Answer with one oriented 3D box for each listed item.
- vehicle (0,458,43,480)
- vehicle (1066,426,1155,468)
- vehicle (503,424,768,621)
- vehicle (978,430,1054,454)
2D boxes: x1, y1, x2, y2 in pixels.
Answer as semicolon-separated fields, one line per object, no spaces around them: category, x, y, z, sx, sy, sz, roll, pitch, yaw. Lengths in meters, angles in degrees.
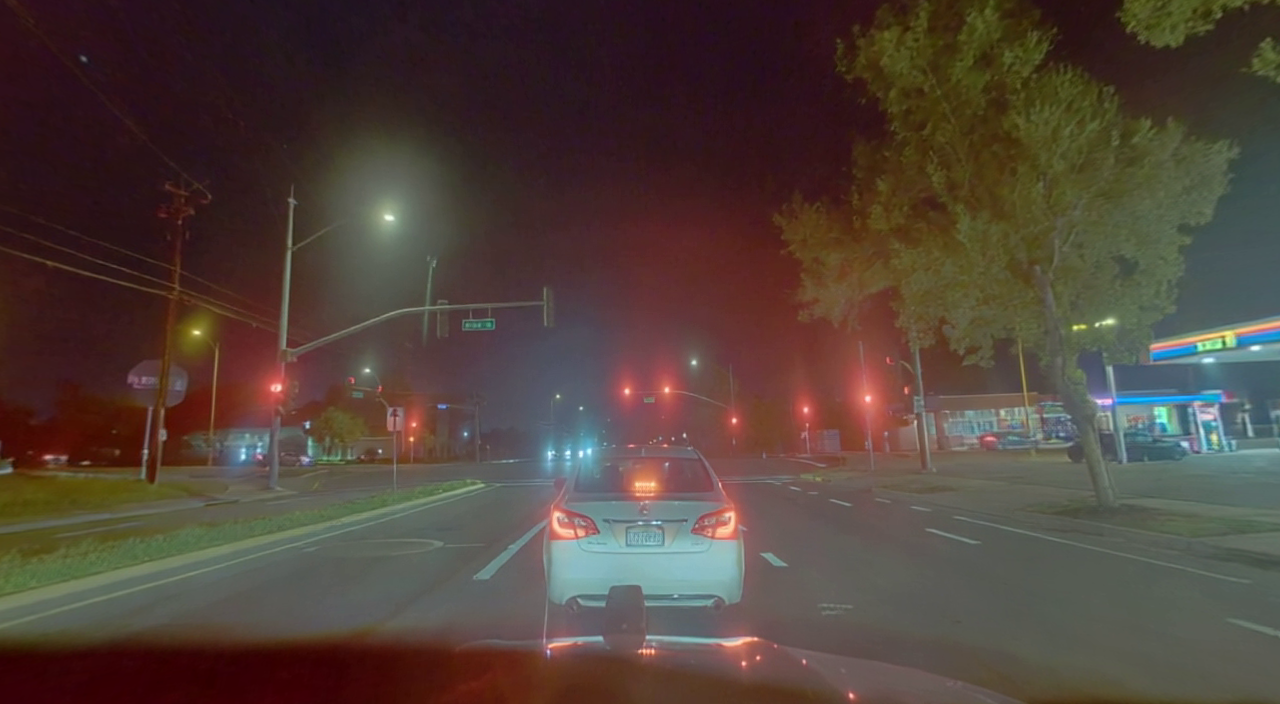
vehicle;-44.863;8.174;44.168;4.380;1.409;1.841;-1;-8;5
vehicle;18.613;3.746;24.879;4.091;1.495;2.053;8;-12;-44
vehicle;-0.033;1.598;6.894;2.010;1.482;4.057;0;-8;0
vehicle;25.557;6.152;42.945;3.975;1.563;1.755;-1;-8;5
